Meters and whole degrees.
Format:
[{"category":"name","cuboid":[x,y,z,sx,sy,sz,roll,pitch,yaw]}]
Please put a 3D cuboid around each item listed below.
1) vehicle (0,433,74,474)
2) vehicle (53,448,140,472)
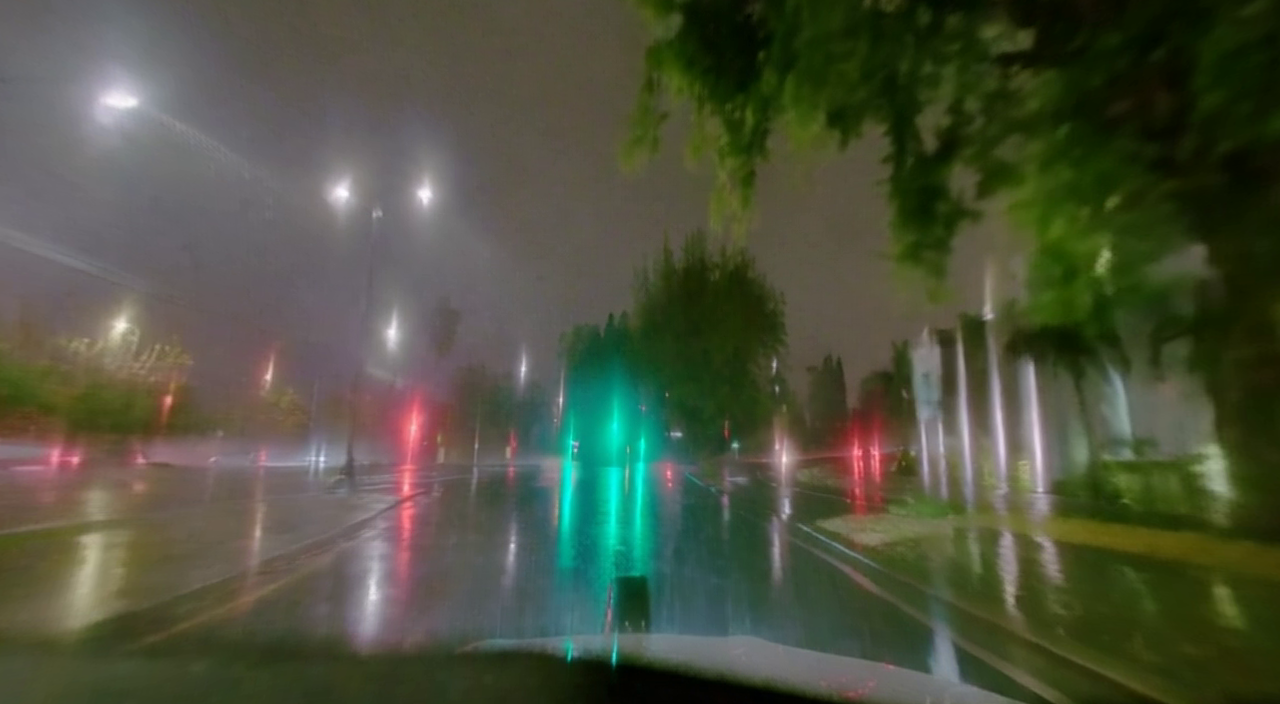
[{"category":"vehicle","cuboid":[-34.472,5.507,34.267,2.281,2.125,5.526,0,-9,-1]},{"category":"vehicle","cuboid":[-34.818,6.927,40.551,1.839,1.435,4.271,0,-9,-1]}]
